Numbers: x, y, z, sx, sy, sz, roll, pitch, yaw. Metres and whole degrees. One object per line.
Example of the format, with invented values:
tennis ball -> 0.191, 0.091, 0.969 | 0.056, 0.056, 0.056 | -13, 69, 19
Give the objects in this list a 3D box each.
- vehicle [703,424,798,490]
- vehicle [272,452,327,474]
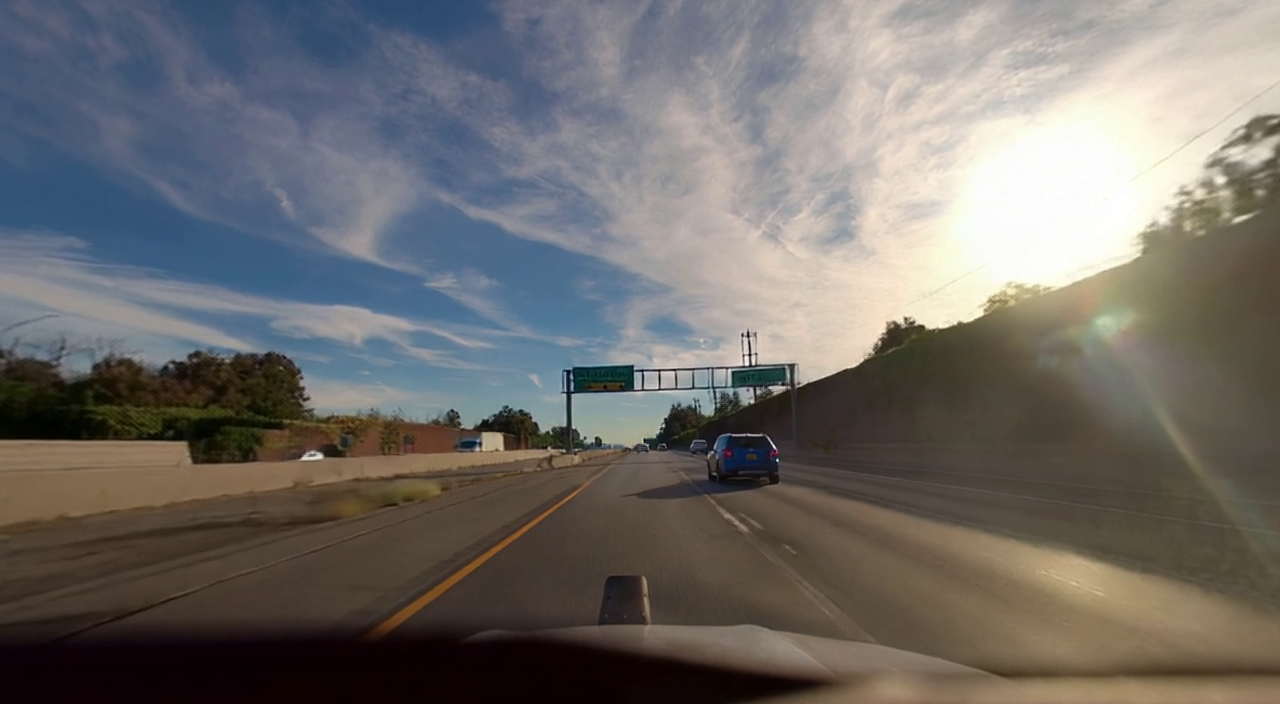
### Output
vehicle -> 3.330, 3.279, 19.972 | 2.120, 1.832, 4.287 | 0, -8, -1
vehicle -> -26.061, 8.458, 48.399 | 2.240, 1.542, 3.557 | 0, -8, -1
